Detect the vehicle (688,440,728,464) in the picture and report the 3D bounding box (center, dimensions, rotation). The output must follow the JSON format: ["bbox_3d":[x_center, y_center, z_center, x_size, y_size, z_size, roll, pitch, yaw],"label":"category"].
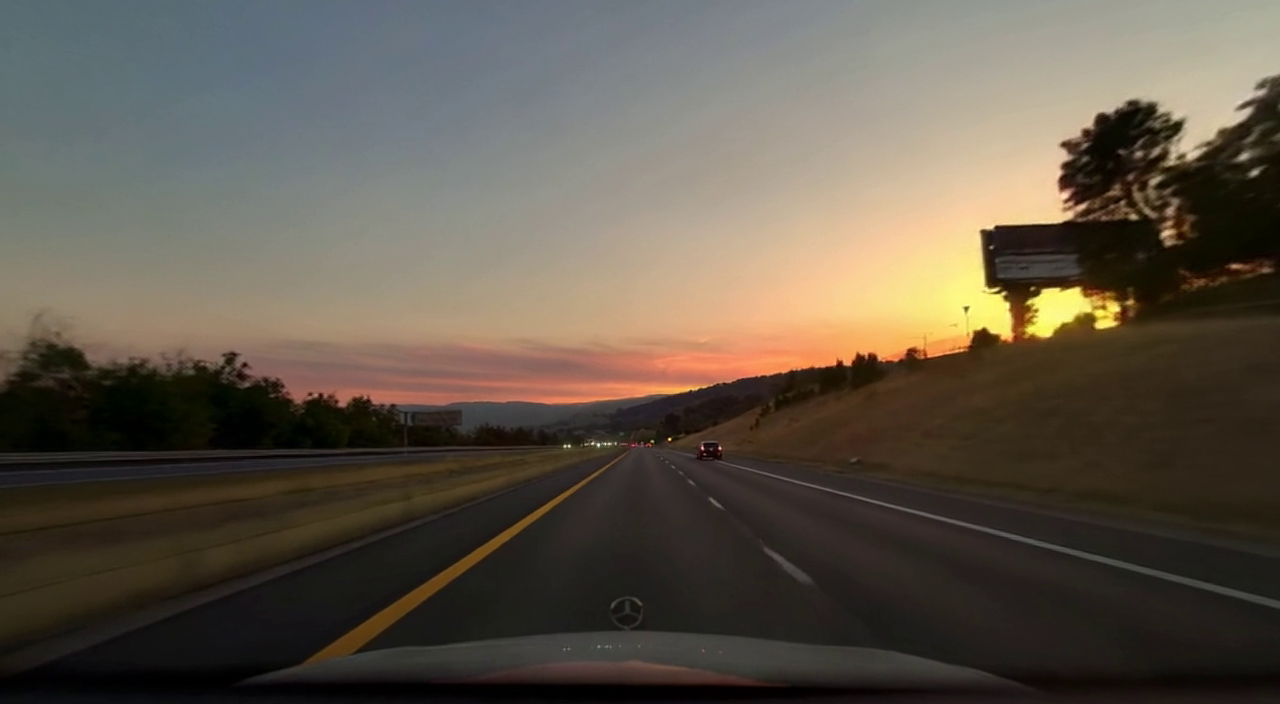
[{"bbox_3d":[4.497,6.720,42.367,2.012,1.476,4.256,0,-9,-2],"label":"vehicle"}]
